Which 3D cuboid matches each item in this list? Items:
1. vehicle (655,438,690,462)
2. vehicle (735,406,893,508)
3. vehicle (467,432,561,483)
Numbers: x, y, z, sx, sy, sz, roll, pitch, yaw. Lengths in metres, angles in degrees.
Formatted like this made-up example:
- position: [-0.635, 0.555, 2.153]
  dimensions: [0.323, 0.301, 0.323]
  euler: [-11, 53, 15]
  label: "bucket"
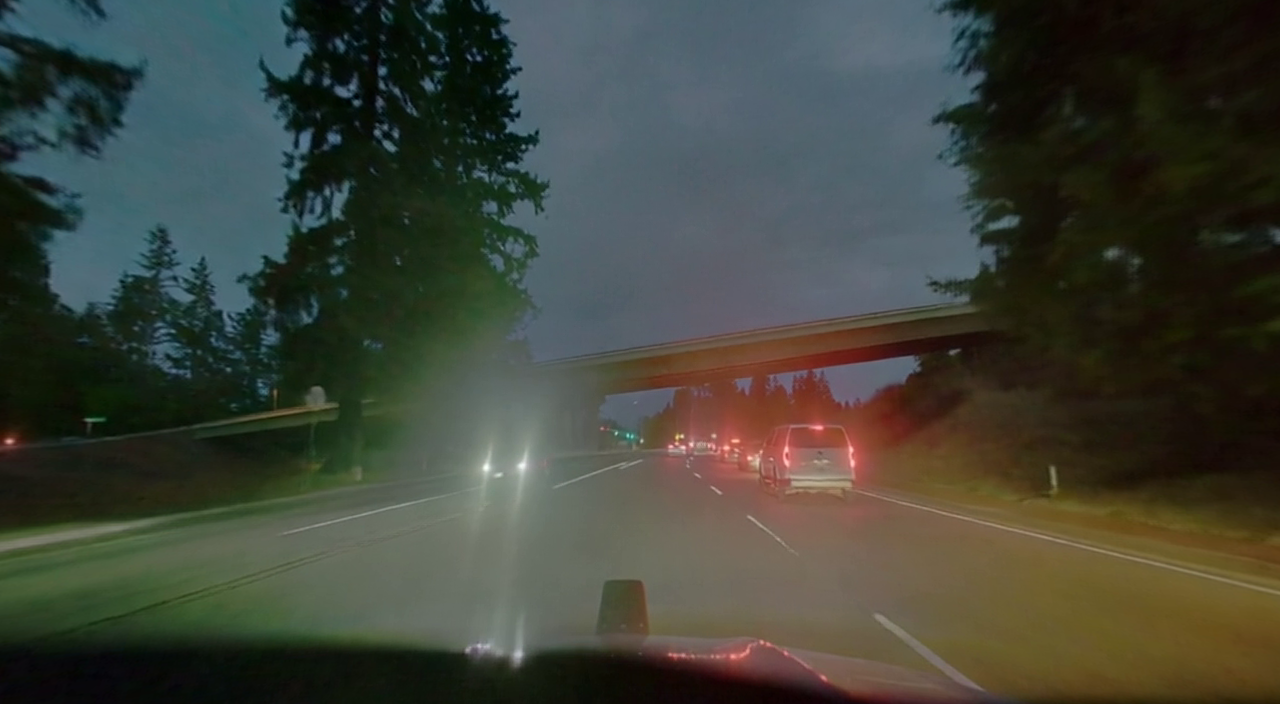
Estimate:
- position: [2.248, 6.543, 42.130]
  dimensions: [2.078, 1.506, 4.058]
  euler: [-1, -8, 6]
  label: "vehicle"
- position: [3.719, 2.372, 14.637]
  dimensions: [2.273, 1.944, 4.866]
  euler: [0, -8, 0]
  label: "vehicle"
- position: [-4.127, 3.532, 21.420]
  dimensions: [2.009, 1.527, 4.119]
  euler: [-1, -8, 6]
  label: "vehicle"
